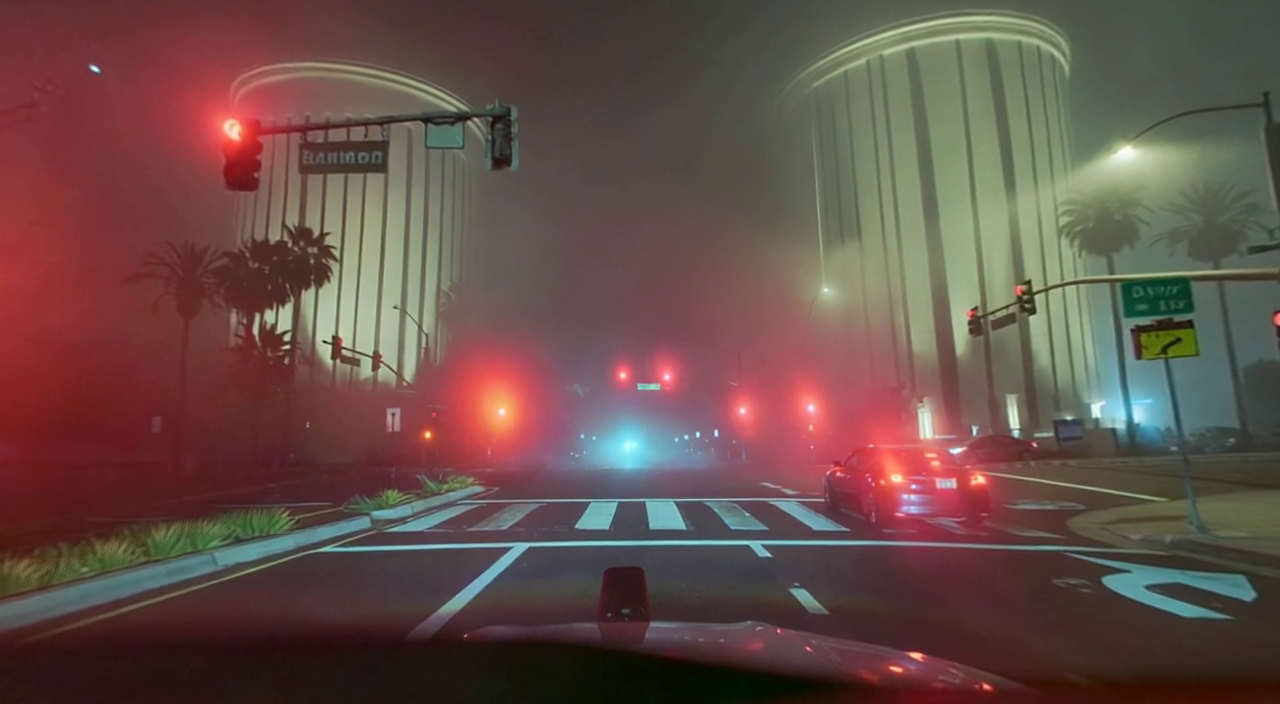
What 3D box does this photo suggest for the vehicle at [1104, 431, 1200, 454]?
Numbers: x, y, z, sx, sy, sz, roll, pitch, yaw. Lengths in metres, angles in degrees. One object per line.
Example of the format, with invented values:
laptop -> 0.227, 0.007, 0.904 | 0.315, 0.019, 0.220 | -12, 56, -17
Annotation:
vehicle -> 33.283, 5.896, 41.055 | 4.567, 1.458, 1.791 | 0, -8, 1

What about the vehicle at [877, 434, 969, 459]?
vehicle -> 16.994, 5.706, 37.961 | 4.684, 1.461, 1.777 | 0, -8, -1

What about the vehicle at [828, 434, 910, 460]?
vehicle -> 15.095, 6.282, 41.693 | 4.648, 1.665, 1.910 | 0, -8, -1

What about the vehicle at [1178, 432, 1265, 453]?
vehicle -> 42.173, 6.600, 45.777 | 4.437, 1.469, 1.811 | 0, -8, 0

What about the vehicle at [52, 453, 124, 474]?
vehicle -> -41.651, 8.390, 47.581 | 3.698, 1.467, 1.779 | 0, -8, 0

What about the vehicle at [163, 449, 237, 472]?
vehicle -> -33.137, 8.178, 47.570 | 4.136, 1.661, 1.857 | 0, -8, 0

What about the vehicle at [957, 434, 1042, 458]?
vehicle -> 23.592, 6.182, 41.467 | 4.423, 1.465, 1.798 | 0, -8, 0

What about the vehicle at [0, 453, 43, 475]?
vehicle -> -47.959, 8.479, 47.710 | 3.786, 1.555, 1.702 | 0, -8, 2
